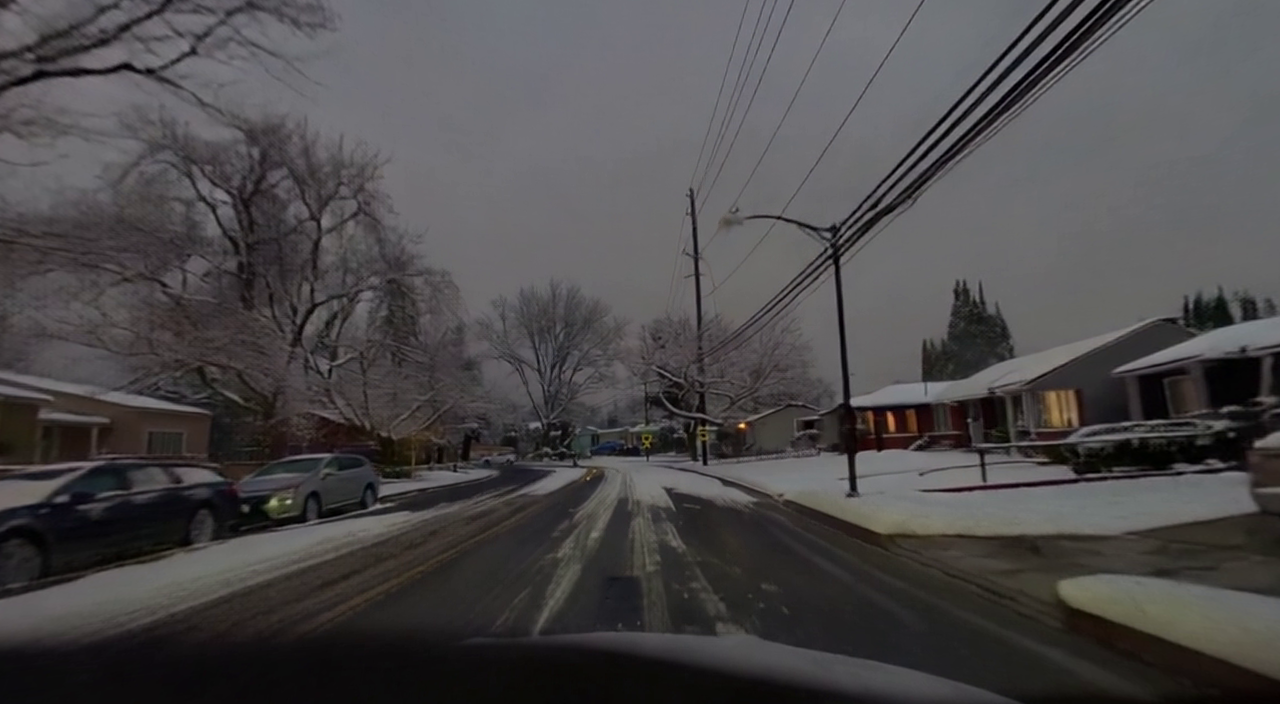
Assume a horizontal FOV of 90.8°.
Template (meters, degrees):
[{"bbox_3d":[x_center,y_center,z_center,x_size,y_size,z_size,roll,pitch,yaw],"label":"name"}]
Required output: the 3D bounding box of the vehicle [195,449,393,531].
[{"bbox_3d":[-7.288,2.908,13.931,1.896,1.484,4.298,0,-9,0],"label":"vehicle"}]

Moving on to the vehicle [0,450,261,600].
[{"bbox_3d":[-7.529,2.087,8.459,2.034,1.493,4.524,0,-9,1],"label":"vehicle"}]
